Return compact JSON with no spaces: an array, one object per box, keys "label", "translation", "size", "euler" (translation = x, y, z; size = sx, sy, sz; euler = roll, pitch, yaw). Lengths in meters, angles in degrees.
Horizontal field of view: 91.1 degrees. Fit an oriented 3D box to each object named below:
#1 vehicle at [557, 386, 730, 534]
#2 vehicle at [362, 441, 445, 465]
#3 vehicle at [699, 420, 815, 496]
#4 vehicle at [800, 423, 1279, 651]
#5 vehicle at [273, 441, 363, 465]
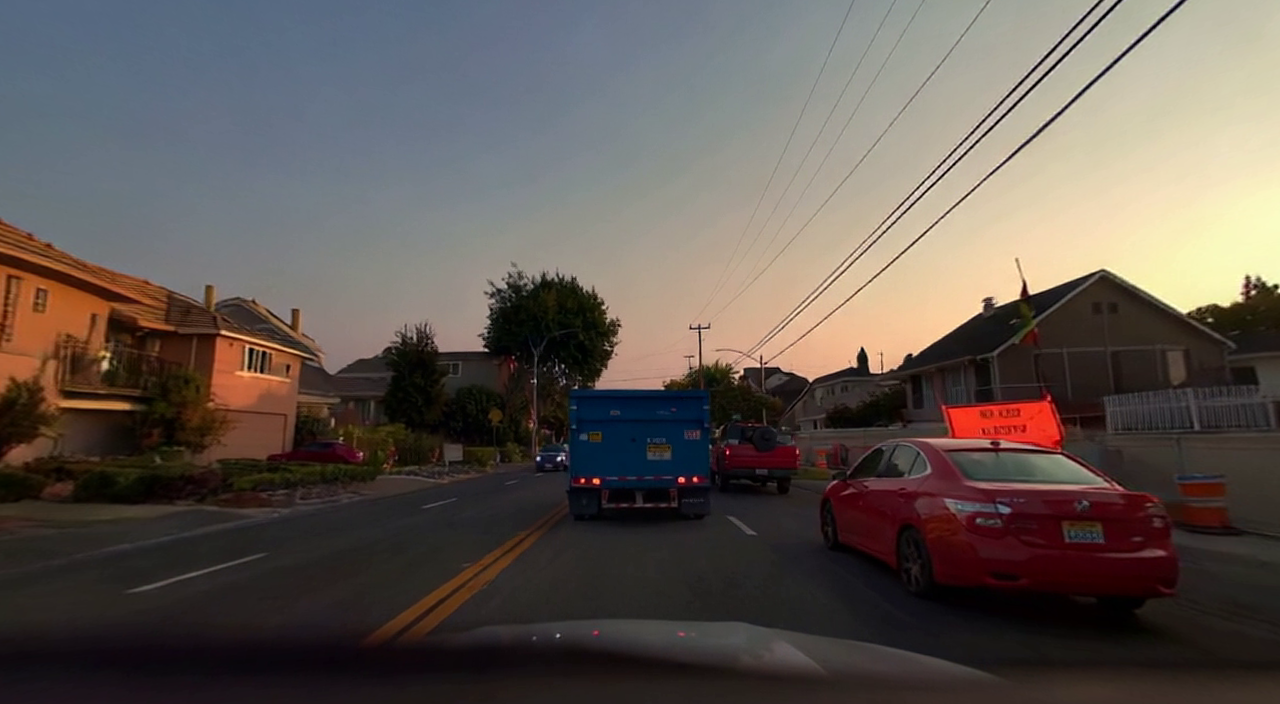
[{"label":"vehicle","translation":[0.096,2.193,13.289],"size":[2.751,2.361,6.347],"euler":[0,-8,1]},{"label":"vehicle","translation":[-14.982,6.429,39.983],"size":[4.490,1.500,1.875],"euler":[0,-8,-2]},{"label":"vehicle","translation":[3.346,3.203,19.392],"size":[2.486,1.993,5.667],"euler":[0,-8,0]},{"label":"vehicle","translation":[3.242,1.565,6.479],"size":[2.010,1.499,4.481],"euler":[0,-8,0]},{"label":"vehicle","translation":[-20.291,6.387,39.692],"size":[4.706,1.468,1.817],"euler":[-1,-8,3]}]
